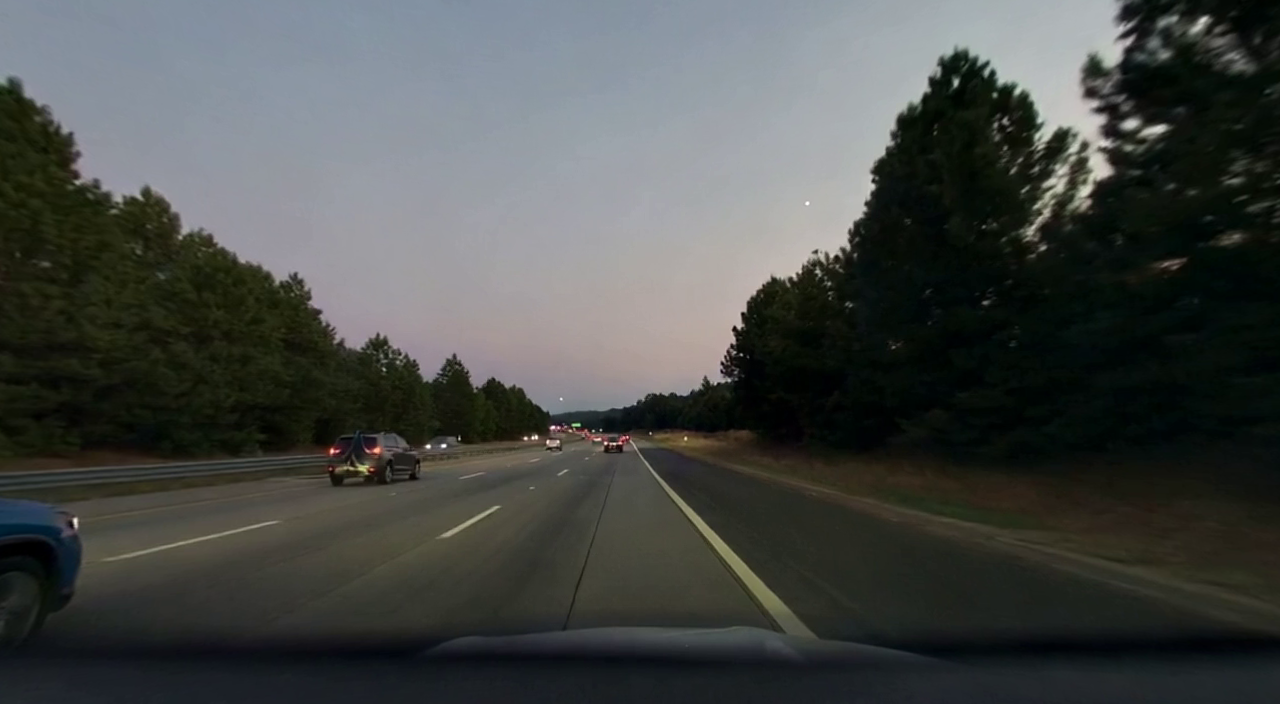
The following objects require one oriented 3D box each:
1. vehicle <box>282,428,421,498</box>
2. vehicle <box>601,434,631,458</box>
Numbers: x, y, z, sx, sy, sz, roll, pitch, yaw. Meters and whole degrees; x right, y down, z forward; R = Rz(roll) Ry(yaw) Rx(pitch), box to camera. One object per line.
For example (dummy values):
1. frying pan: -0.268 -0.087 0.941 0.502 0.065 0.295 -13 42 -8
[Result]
1. vehicle: -8.032 3.081 18.072 1.964 1.745 4.338 0 -7 0
2. vehicle: -1.779 7.134 48.032 2.178 1.658 3.916 0 -7 -1
